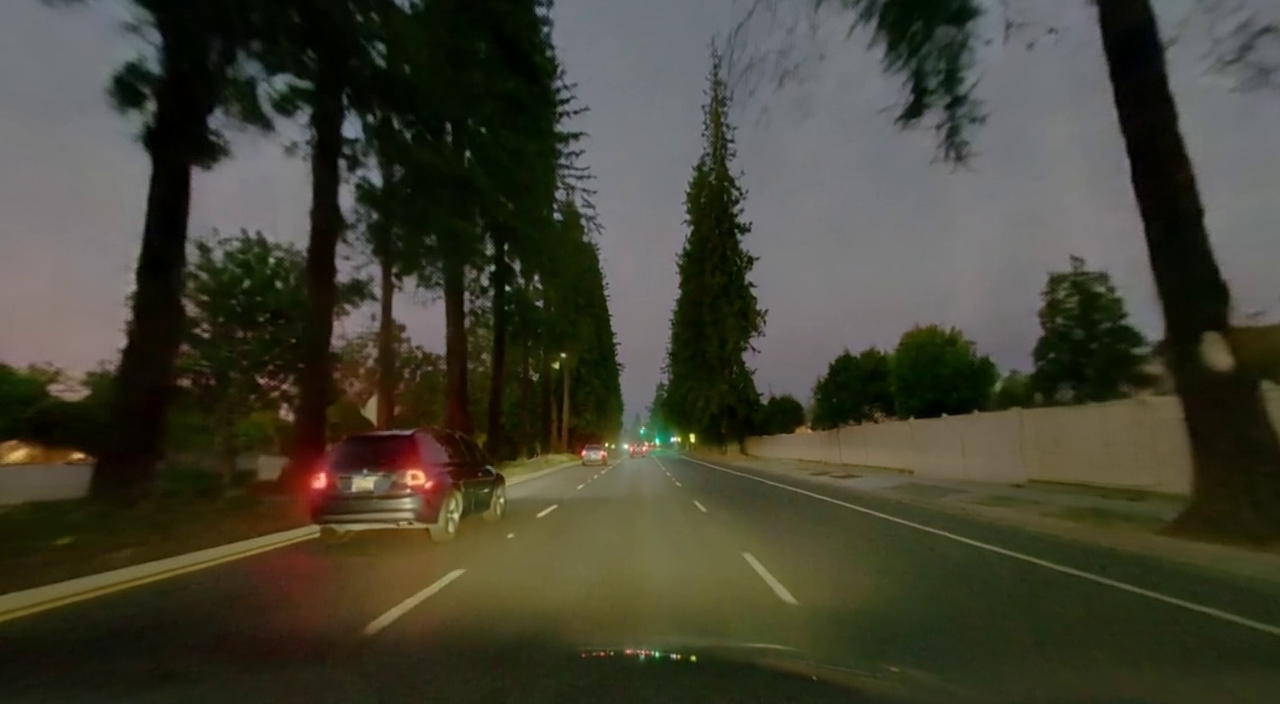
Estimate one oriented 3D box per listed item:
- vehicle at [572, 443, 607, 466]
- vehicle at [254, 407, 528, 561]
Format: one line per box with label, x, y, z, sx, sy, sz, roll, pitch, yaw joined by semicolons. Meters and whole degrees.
vehicle;-3.383;7.026;43.220;2.021;1.466;4.330;0;-9;1
vehicle;-3.167;1.816;9.346;2.058;1.671;4.704;0;-9;1
